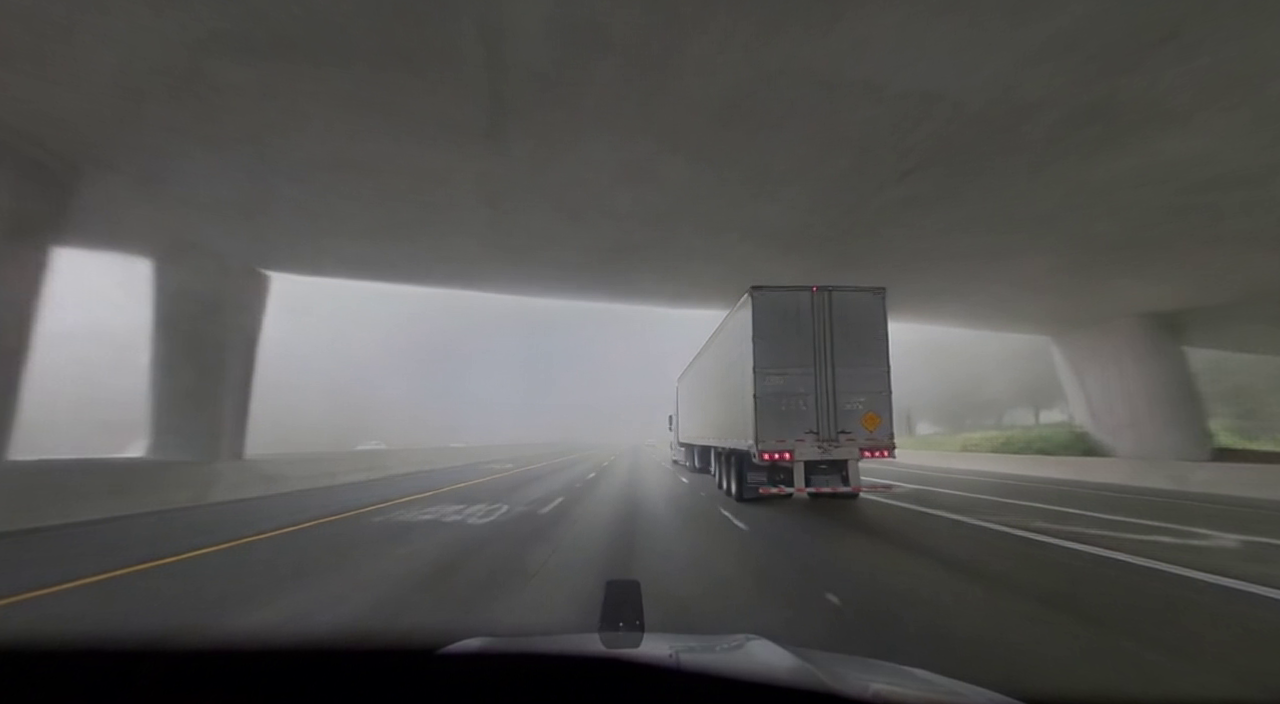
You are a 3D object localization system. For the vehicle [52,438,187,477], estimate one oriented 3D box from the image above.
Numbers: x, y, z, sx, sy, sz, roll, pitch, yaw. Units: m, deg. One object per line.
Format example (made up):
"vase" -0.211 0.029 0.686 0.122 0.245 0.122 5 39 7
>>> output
"vehicle" -21.662 4.419 26.572 1.824 1.490 4.483 0 -9 1

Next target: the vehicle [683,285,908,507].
"vehicle" 3.421 2.019 19.956 2.743 4.160 16.408 0 -9 -1
